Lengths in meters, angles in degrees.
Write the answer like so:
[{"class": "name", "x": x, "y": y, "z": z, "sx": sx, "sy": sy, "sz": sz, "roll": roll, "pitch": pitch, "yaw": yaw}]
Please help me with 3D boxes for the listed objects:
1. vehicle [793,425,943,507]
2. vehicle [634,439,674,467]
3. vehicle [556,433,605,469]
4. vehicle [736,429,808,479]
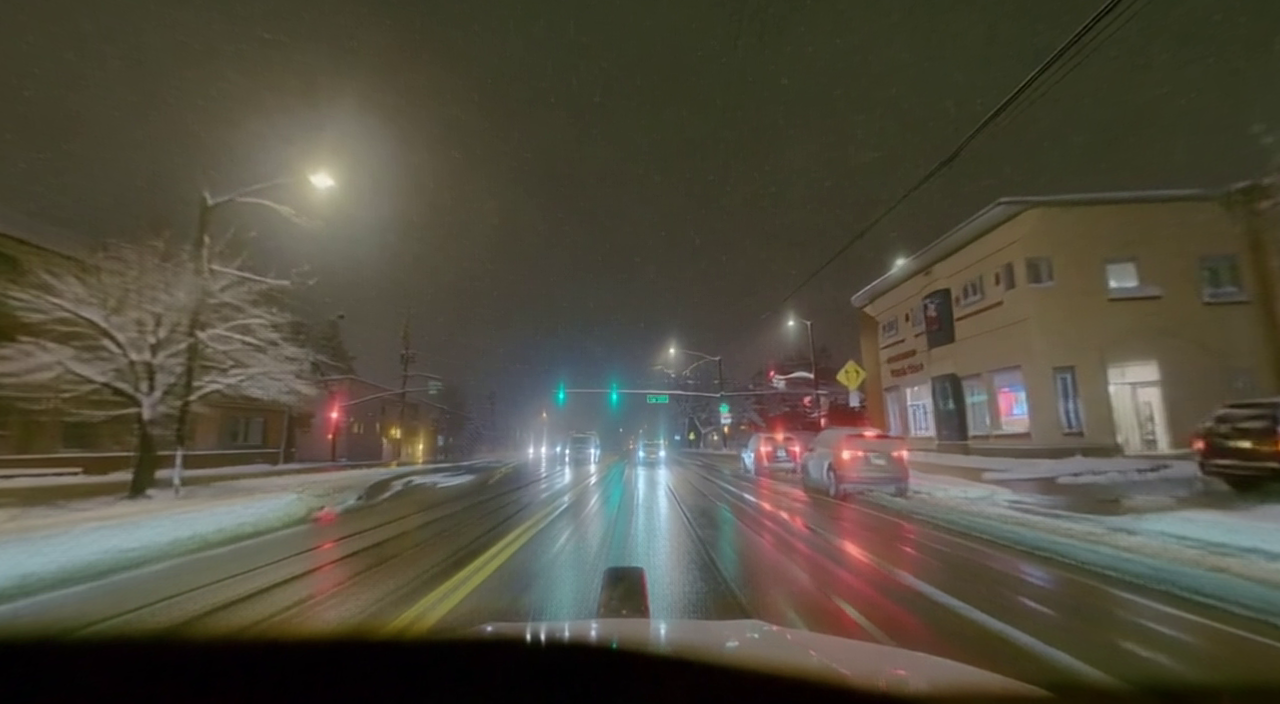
[{"class": "vehicle", "x": 5.616, "y": 2.820, "z": 16.360, "sx": 2.069, "sy": 1.776, "sz": 4.797, "roll": 0, "pitch": -7, "yaw": 0}, {"class": "vehicle", "x": 0.719, "y": 5.602, "z": 35.061, "sx": 2.075, "sy": 1.480, "sz": 3.920, "roll": 0, "pitch": -8, "yaw": -1}, {"class": "vehicle", "x": -3.067, "y": 5.260, "z": 33.506, "sx": 2.150, "sy": 1.779, "sz": 4.423, "roll": 0, "pitch": -8, "yaw": 1}, {"class": "vehicle", "x": 5.809, "y": 4.495, "z": 28.365, "sx": 2.112, "sy": 1.966, "sz": 4.642, "roll": -1, "pitch": -7, "yaw": -1}]
